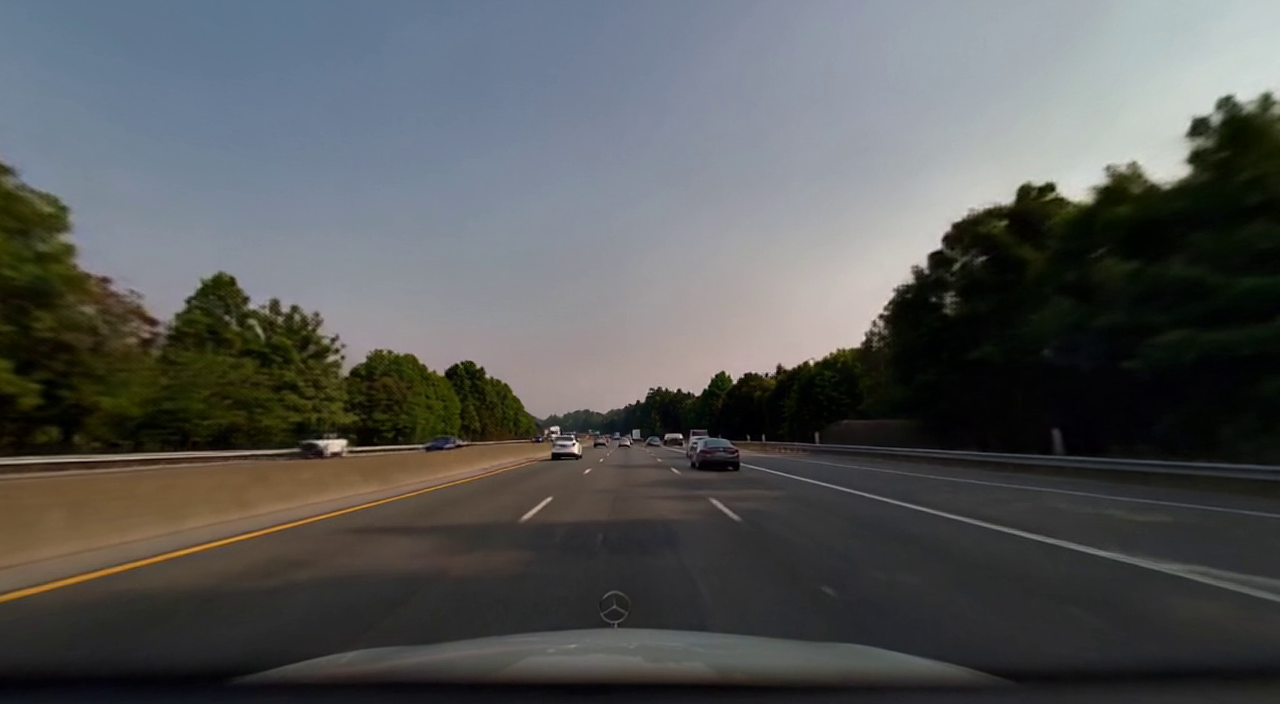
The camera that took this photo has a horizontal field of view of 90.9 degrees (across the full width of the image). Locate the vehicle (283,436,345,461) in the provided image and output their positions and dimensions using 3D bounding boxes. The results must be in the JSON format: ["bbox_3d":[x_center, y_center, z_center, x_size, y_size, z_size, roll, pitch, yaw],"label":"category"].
[{"bbox_3d":[-20.302,5.987,39.410,1.736,1.445,4.060,0,-8,-1],"label":"vehicle"}]

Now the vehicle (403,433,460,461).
[{"bbox_3d":[-12.438,5.674,37.909,1.949,1.518,4.611,0,-8,-1],"label":"vehicle"}]

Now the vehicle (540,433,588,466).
[{"bbox_3d":[-3.982,5.162,33.772,2.011,1.614,4.808,0,-8,-1],"label":"vehicle"}]

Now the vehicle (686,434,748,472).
[{"bbox_3d":[3.130,4.176,26.370,1.990,1.480,3.865,1,-8,-2],"label":"vehicle"}]
